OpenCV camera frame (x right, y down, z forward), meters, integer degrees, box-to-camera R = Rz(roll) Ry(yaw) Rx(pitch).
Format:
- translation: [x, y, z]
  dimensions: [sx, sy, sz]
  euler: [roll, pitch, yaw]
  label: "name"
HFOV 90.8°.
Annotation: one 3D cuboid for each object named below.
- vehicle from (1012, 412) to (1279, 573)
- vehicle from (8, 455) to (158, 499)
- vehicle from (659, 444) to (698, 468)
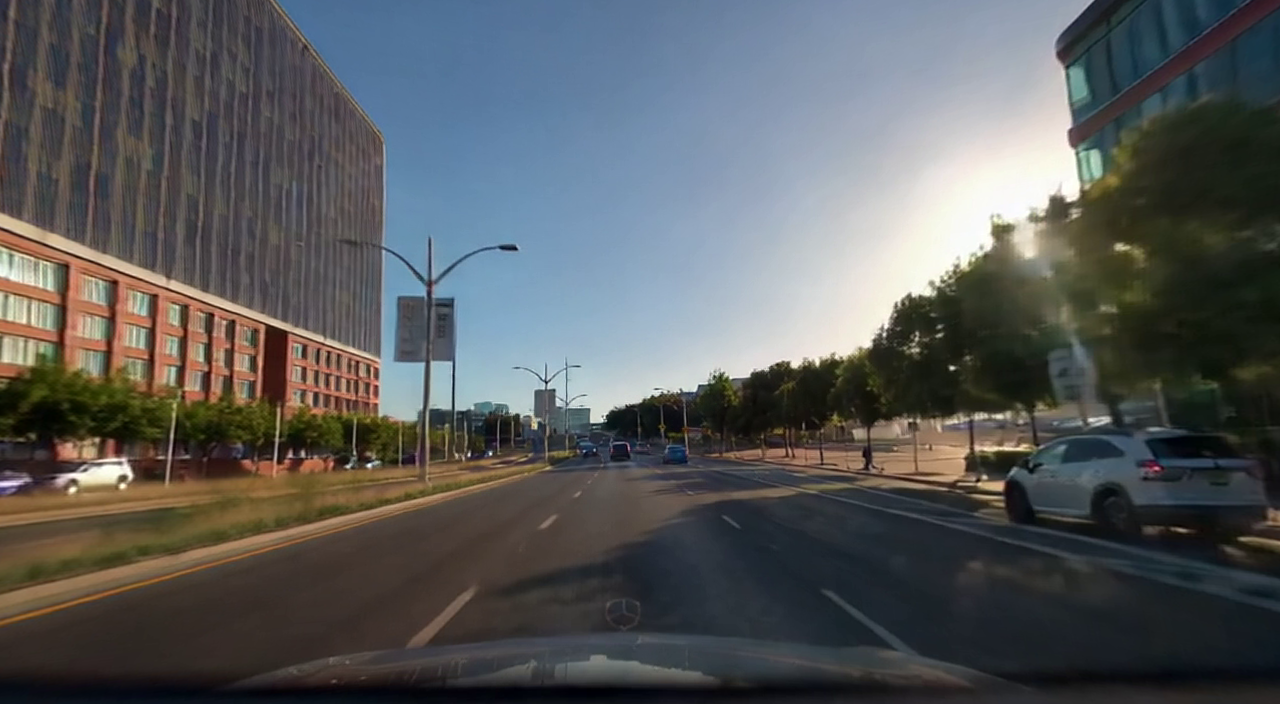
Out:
- translation: [7.696, 1.862, 9.183]
  dimensions: [2.017, 1.743, 4.453]
  euler: [-1, -8, 3]
  label: "vehicle"
- translation: [-29.631, 6.629, 34.045]
  dimensions: [2.474, 1.971, 6.358]
  euler: [0, -8, -2]
  label: "vehicle"
- translation: [2.537, 6.991, 42.750]
  dimensions: [2.090, 1.506, 4.382]
  euler: [0, -8, -3]
  label: "vehicle"
